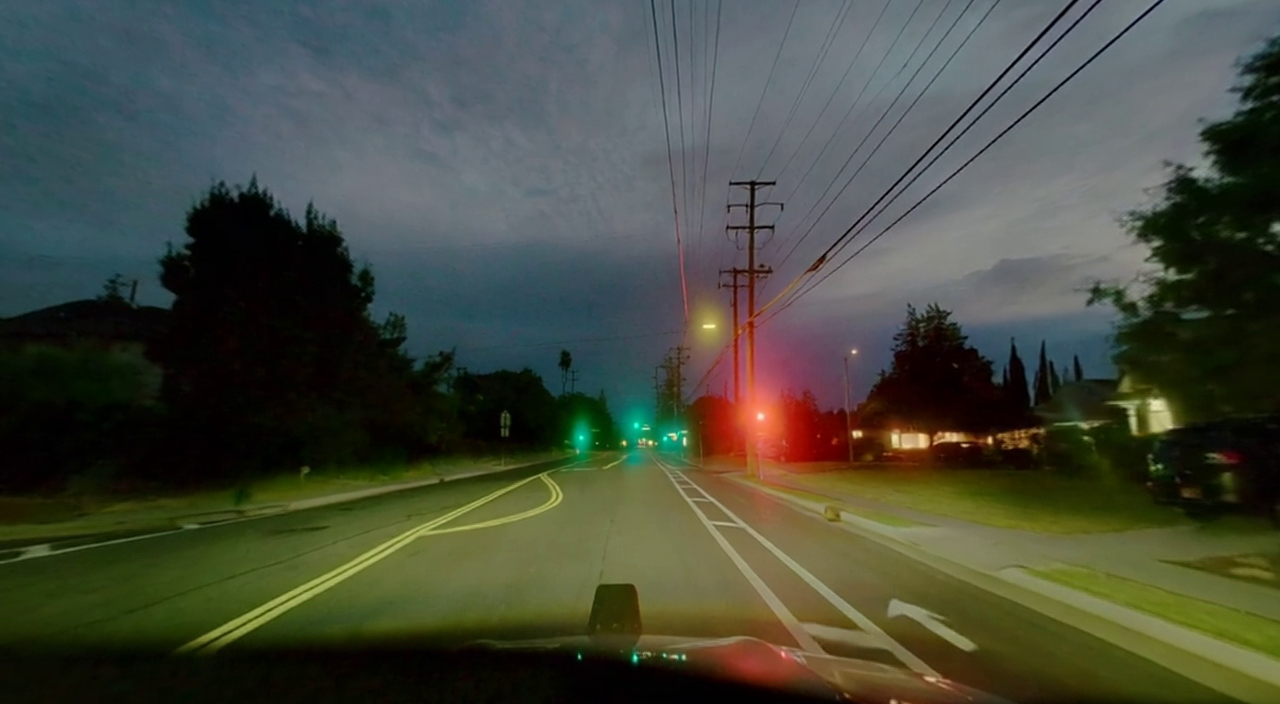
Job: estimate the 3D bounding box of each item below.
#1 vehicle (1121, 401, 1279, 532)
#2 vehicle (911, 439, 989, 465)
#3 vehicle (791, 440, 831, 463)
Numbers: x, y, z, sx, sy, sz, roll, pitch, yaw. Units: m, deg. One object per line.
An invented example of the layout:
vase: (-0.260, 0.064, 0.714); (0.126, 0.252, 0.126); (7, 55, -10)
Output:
vehicle: (11.062, 1.788, 10.052); (4.760, 1.808, 2.402); (0, -9, -1)
vehicle: (20.734, 6.698, 42.243); (3.943, 1.664, 2.391); (0, -8, -1)
vehicle: (13.171, 7.724, 48.822); (1.935, 1.683, 4.669); (0, -9, 2)
